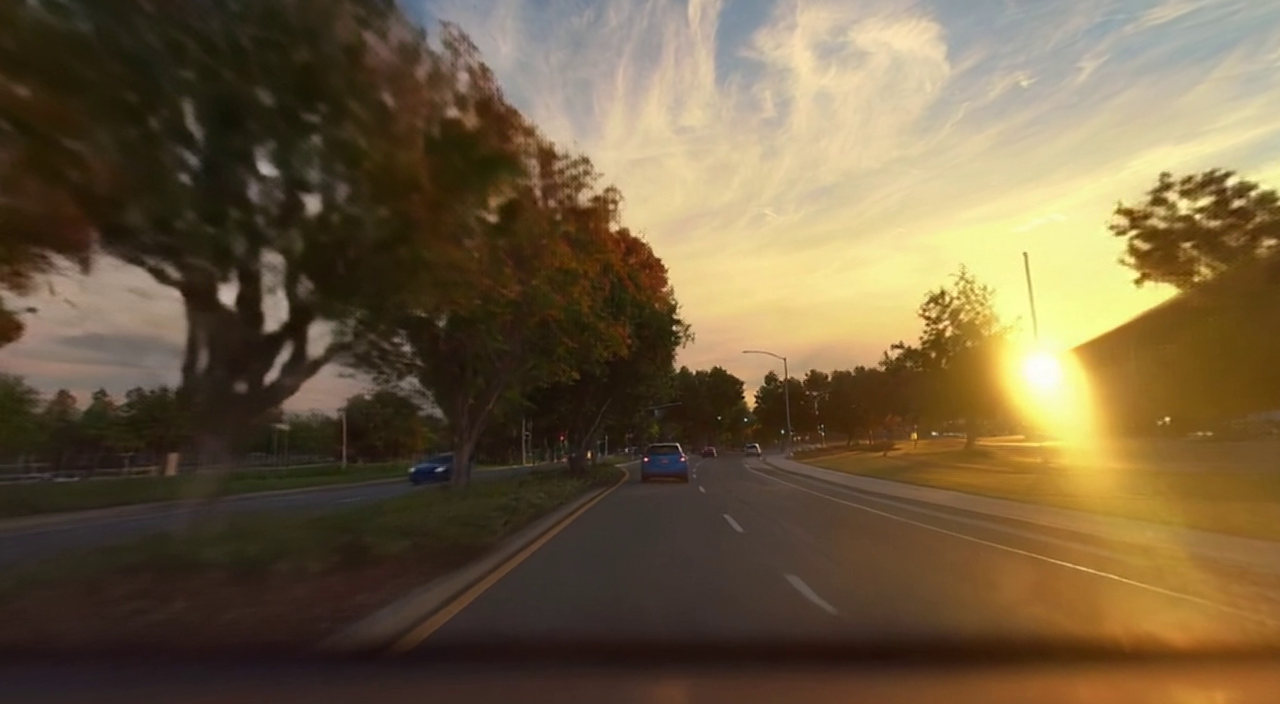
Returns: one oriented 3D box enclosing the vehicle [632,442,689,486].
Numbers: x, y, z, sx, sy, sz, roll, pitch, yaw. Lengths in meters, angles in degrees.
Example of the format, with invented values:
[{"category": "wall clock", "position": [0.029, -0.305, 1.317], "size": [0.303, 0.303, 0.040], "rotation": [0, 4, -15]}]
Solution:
[{"category": "vehicle", "position": [0.846, 4.257, 24.216], "size": [2.010, 1.535, 3.735], "rotation": [-1, -8, 3]}]
